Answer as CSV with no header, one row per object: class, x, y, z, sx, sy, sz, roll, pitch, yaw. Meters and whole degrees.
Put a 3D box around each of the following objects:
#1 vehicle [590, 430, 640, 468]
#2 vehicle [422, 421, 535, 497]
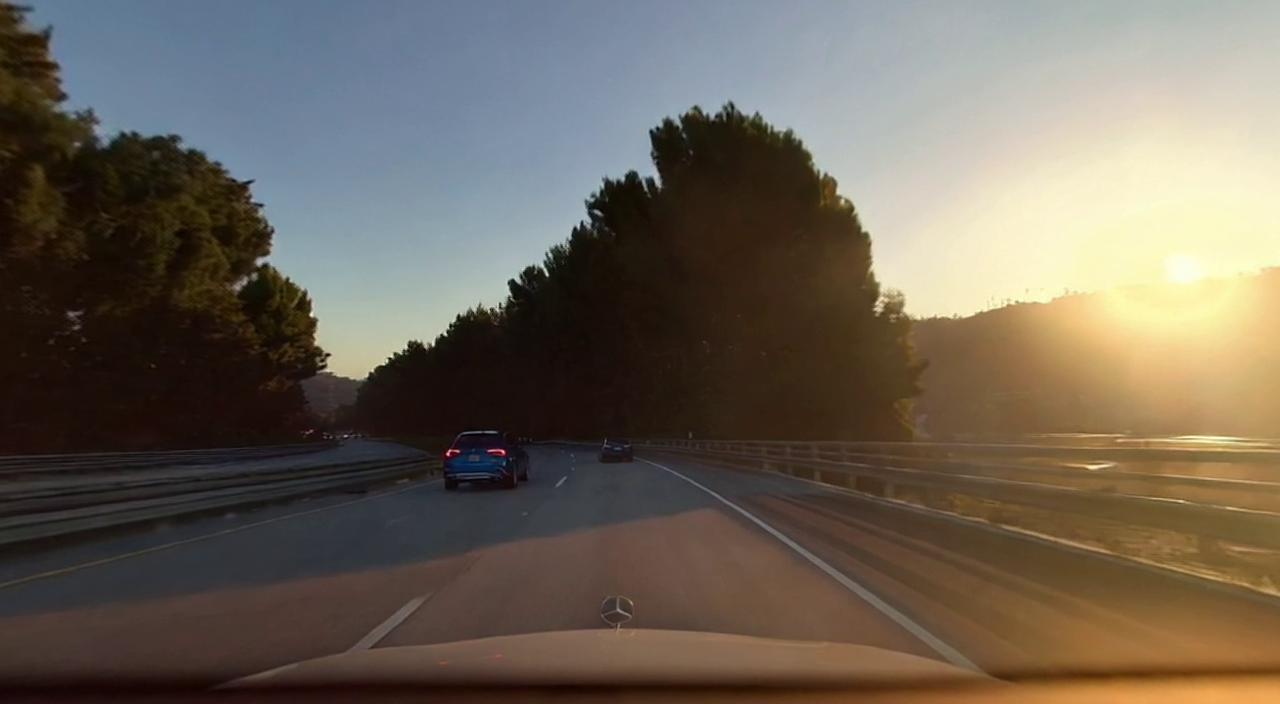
vehicle,-1.395,5.074,33.292,2.452,1.857,4.022,1,-8,-5
vehicle,-4.338,2.952,17.821,2.053,1.847,4.760,0,-8,-2
